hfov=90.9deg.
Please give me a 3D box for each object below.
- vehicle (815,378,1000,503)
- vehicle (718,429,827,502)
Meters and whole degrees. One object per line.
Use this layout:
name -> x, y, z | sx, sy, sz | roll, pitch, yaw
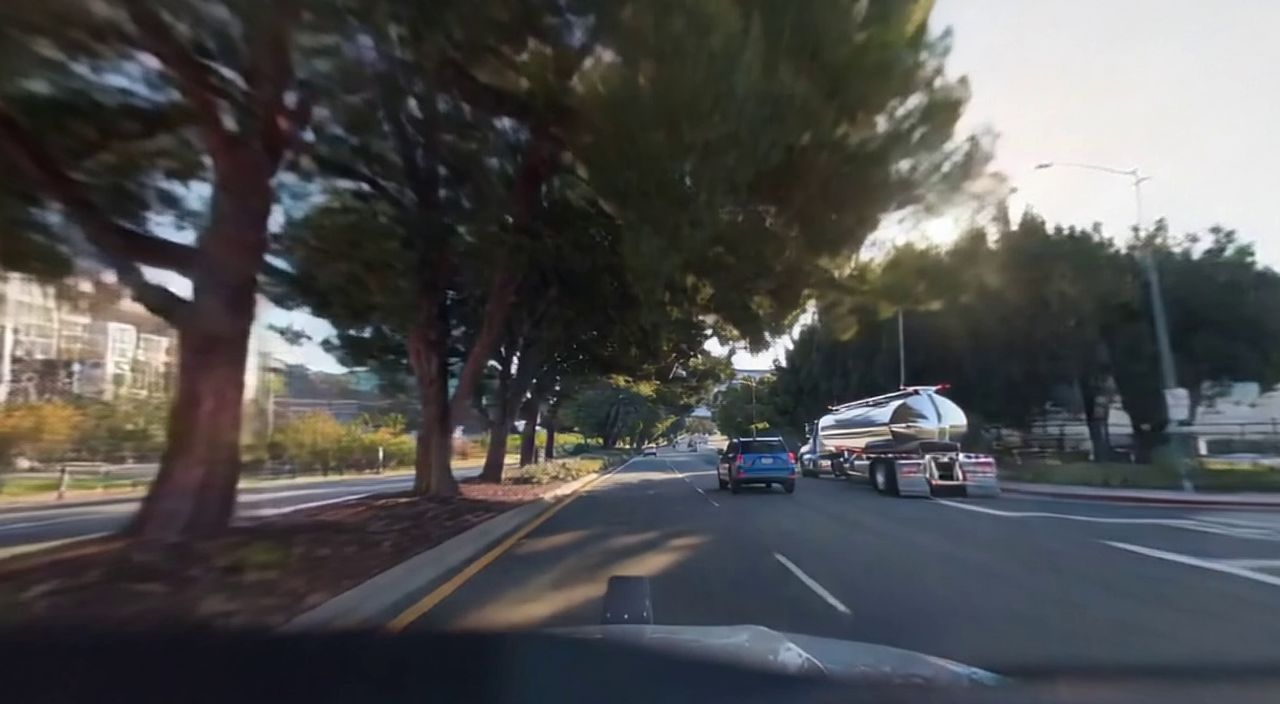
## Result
vehicle -> 7.759, 2.736, 19.428 | 2.849, 3.207, 6.275 | 0, -8, 0
vehicle -> 3.519, 3.107, 17.668 | 2.045, 1.729, 4.532 | 0, -8, 0
